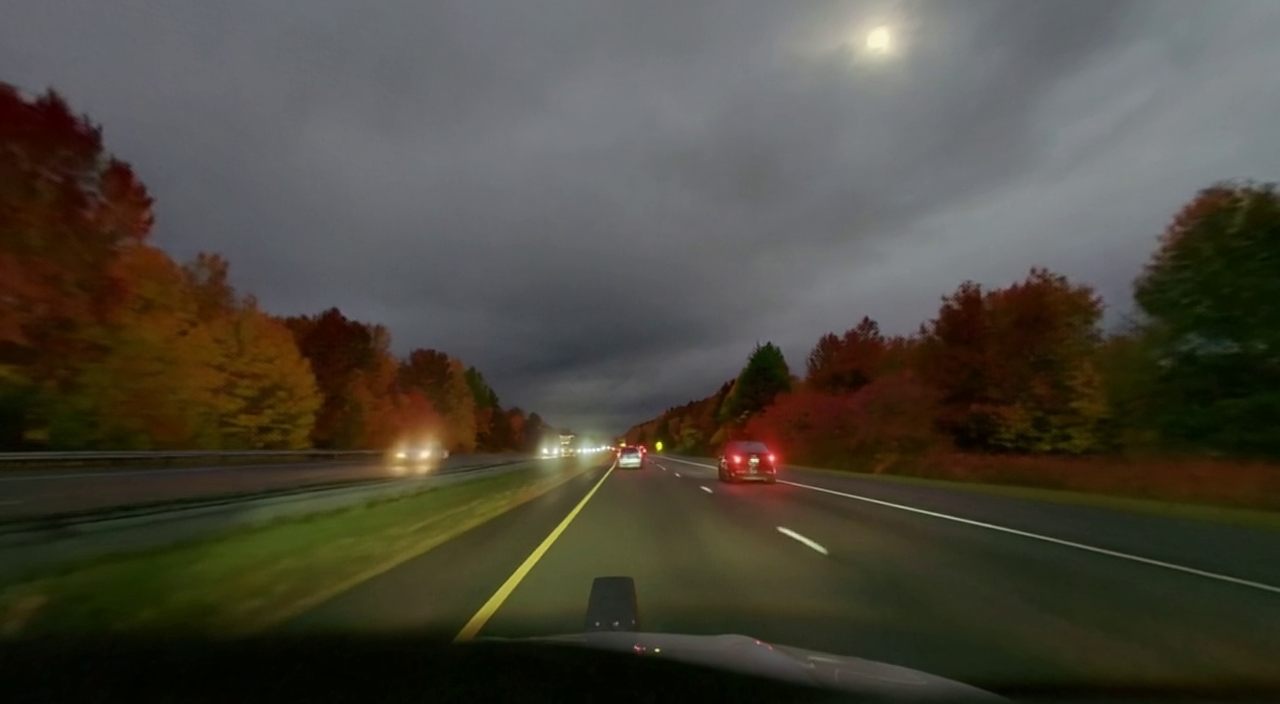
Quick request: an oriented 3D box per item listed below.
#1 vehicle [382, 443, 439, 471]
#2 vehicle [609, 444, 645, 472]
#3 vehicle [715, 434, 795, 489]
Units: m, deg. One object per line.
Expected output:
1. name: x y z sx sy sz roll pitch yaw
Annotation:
1. vehicle: -13.056 5.990 35.823 1.842 1.486 3.745 0 -9 0
2. vehicle: -0.823 6.756 40.064 2.151 1.693 4.201 0 -9 -1
3. vehicle: 3.927 3.834 22.168 1.982 1.745 4.151 0 -9 -1
